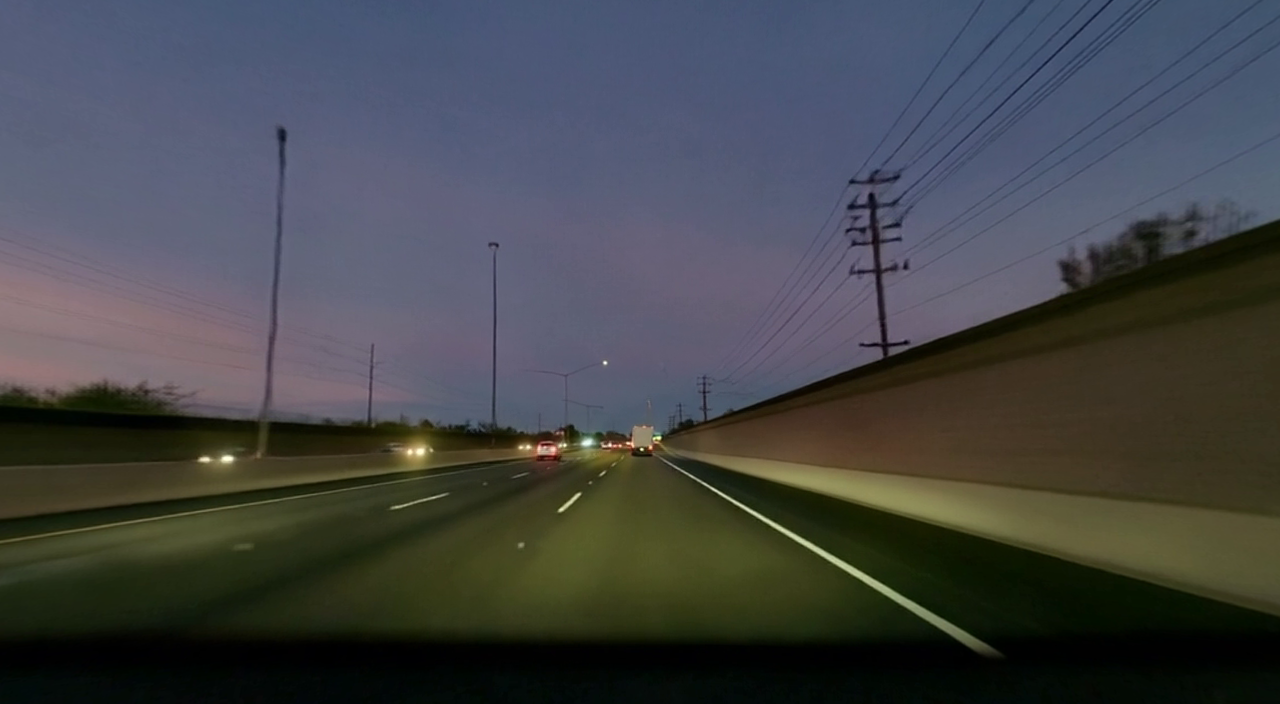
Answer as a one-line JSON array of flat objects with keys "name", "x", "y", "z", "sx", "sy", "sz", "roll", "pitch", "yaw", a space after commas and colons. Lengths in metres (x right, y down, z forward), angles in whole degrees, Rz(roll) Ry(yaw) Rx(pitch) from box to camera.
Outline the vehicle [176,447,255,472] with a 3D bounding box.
[{"name": "vehicle", "x": -26.690, "y": 6.738, "z": 39.827, "sx": 1.803, "sy": 1.470, "sz": 4.582, "roll": 0, "pitch": -8, "yaw": 0}]

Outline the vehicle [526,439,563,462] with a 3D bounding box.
[{"name": "vehicle", "x": -7.225, "y": 7.512, "z": 48.244, "sx": 2.064, "sy": 1.642, "sz": 4.389, "roll": 0, "pitch": -8, "yaw": 1}]
